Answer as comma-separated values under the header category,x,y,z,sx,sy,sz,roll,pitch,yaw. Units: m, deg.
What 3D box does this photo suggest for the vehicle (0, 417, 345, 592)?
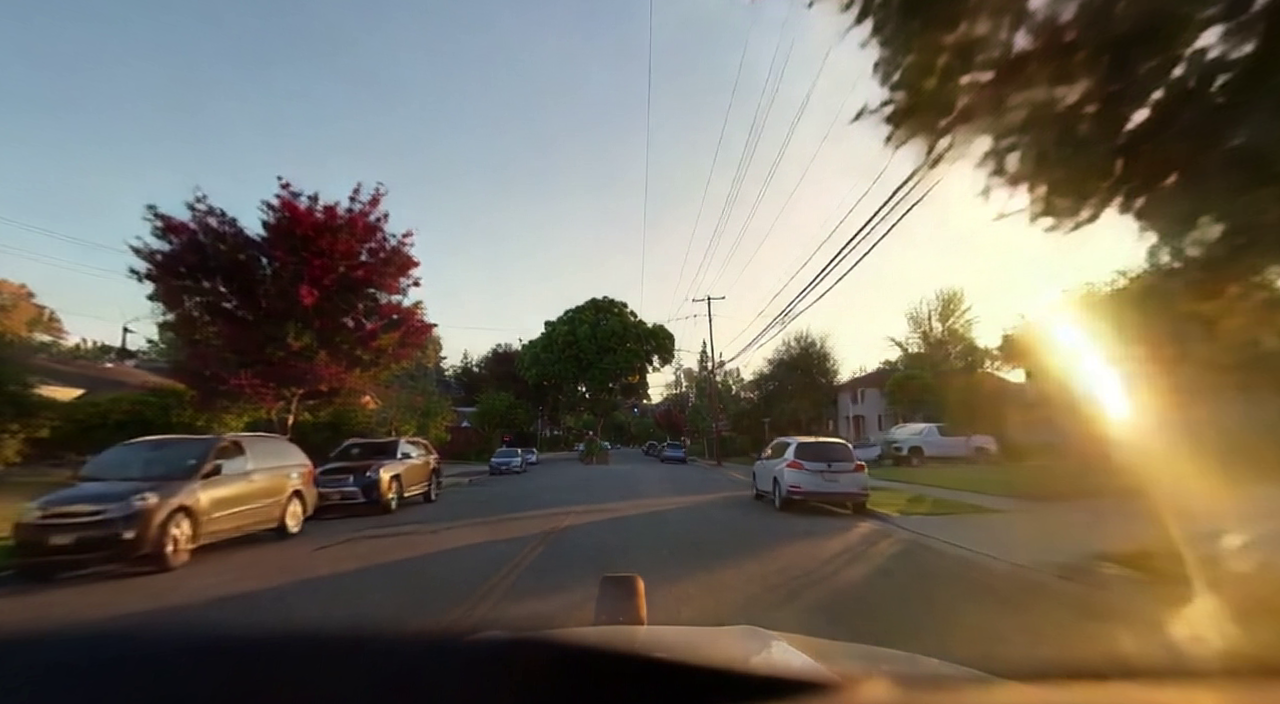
category,x,y,z,sx,sy,sz,roll,pitch,yaw
vehicle,-6.291,1.940,8.907,2.031,1.799,4.587,0,-9,0

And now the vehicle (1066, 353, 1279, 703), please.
category,x,y,z,sx,sy,sz,roll,pitch,yaw
vehicle,3.742,0.749,1.874,1.889,1.736,4.185,0,-9,-2

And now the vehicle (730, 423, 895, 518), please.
category,x,y,z,sx,sy,sz,roll,pitch,yaw
vehicle,3.635,2.665,14.672,2.178,1.757,5.495,0,-9,-1

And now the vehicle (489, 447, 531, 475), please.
category,x,y,z,sx,sy,sz,roll,pitch,yaw
vehicle,-7.210,6.084,35.354,1.997,1.456,4.319,1,-9,-8

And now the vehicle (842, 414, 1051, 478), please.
category,x,y,z,sx,sy,sz,roll,pitch,yaw
vehicle,17.032,5.289,35.390,10.500,3.344,2.906,1,-9,-8

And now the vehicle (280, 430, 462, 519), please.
category,x,y,z,sx,sy,sz,roll,pitch,yaw
vehicle,-6.308,2.949,15.709,2.158,1.817,5.230,0,-9,0
